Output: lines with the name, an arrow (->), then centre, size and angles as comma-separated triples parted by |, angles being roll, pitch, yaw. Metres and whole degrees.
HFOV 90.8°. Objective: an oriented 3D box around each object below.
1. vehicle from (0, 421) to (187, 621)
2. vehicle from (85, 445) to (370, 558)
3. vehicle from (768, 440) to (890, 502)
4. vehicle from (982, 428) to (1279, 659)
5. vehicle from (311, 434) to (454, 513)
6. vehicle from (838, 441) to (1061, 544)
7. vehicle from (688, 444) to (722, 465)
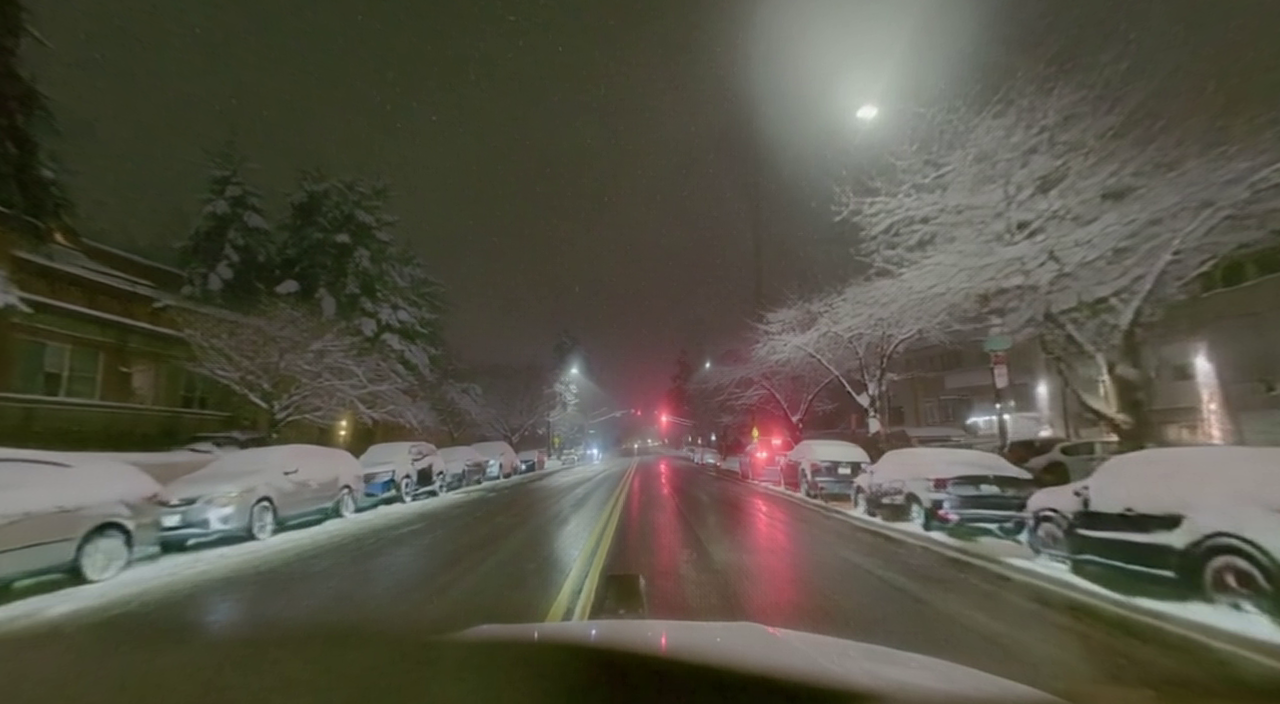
vehicle -> -6.365, 1.392, 5.092 | 1.947, 1.665, 4.716 | 0, -8, -1
vehicle -> -6.505, 2.339, 10.734 | 1.809, 1.499, 4.358 | 0, -8, 1
vehicle -> 5.082, 3.249, 17.742 | 1.830, 1.477, 4.684 | 0, -8, -2
vehicle -> 5.021, 1.452, 5.547 | 1.729, 1.479, 4.101 | 0, -8, 0
vehicle -> -6.422, 3.045, 16.417 | 1.904, 1.727, 4.530 | 0, -8, -2
vehicle -> 5.071, 2.314, 11.161 | 1.798, 1.432, 4.330 | 0, -8, 1
vehicle -> 5.023, 7.961, 49.330 | 1.955, 1.536, 4.395 | 0, -8, -2
